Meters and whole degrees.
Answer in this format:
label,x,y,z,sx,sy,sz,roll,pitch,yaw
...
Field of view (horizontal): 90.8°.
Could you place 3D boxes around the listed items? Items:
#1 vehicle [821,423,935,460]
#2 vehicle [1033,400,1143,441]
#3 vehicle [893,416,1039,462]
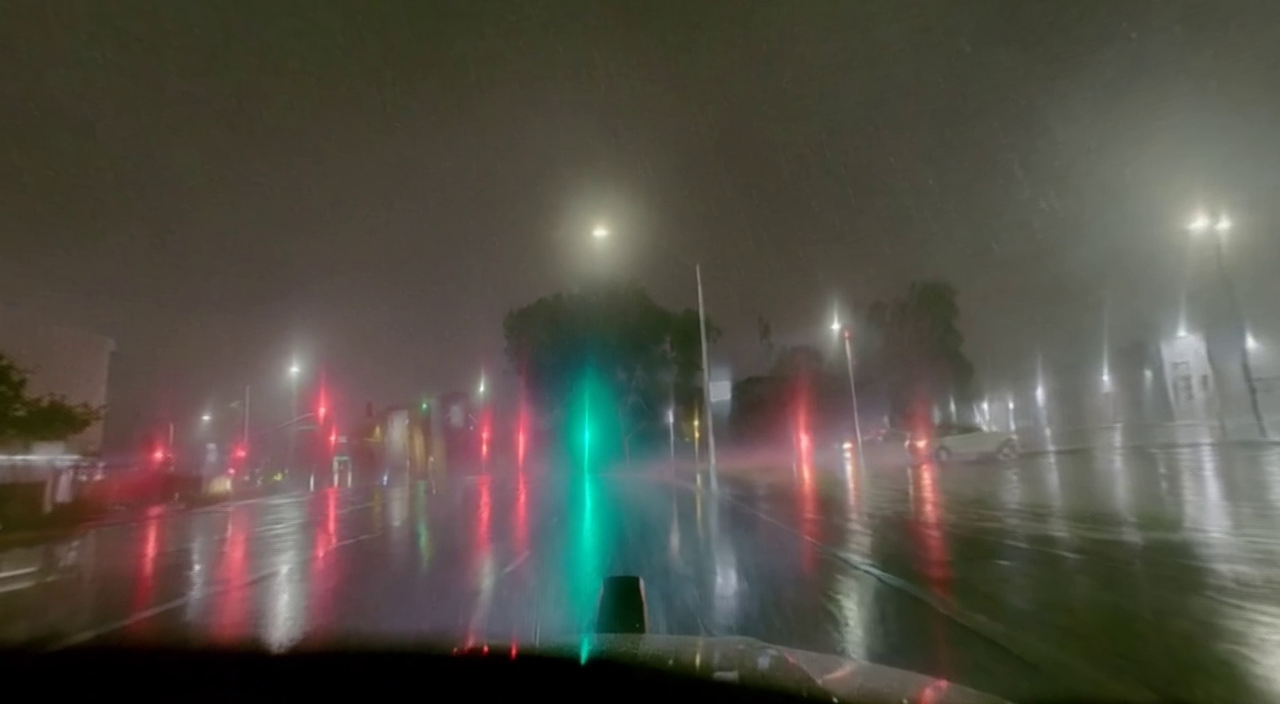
label,x,y,z,sx,sy,sz,roll,pitch,yaw
vehicle,10.733,4.094,28.641,4.400,1.584,1.964,2,-9,-12
vehicle,31.240,4.813,44.203,5.870,1.998,2.092,-14,-9,39
vehicle,11.960,3.238,23.342,4.332,1.581,2.028,2,-9,-10
